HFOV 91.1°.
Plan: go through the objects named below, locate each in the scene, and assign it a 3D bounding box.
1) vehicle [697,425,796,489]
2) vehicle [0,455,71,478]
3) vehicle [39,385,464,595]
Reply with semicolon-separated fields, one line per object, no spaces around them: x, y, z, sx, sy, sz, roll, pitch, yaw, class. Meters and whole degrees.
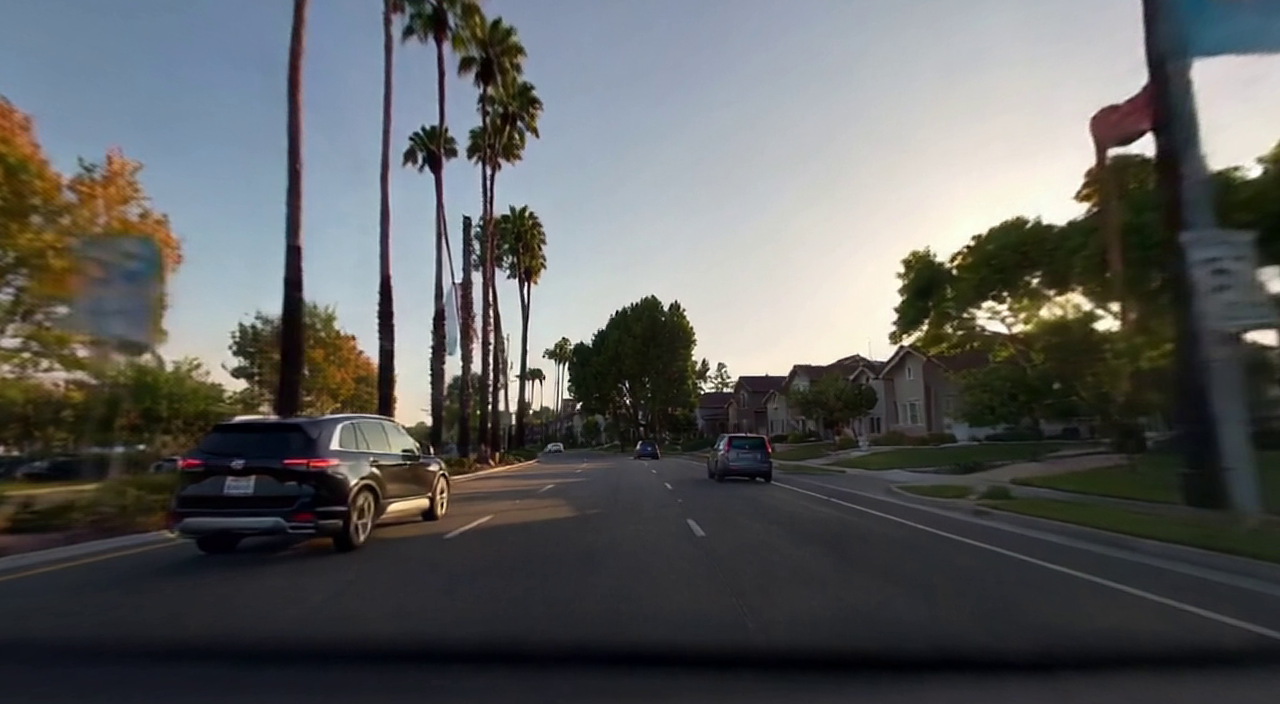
3.230;3.306;20.162;2.195;1.804;4.658;0;-8;-2;vehicle
-37.704;7.052;38.751;3.347;1.368;1.745;0;-8;-2;vehicle
-3.984;1.514;7.814;2.150;1.768;4.868;0;-8;0;vehicle
